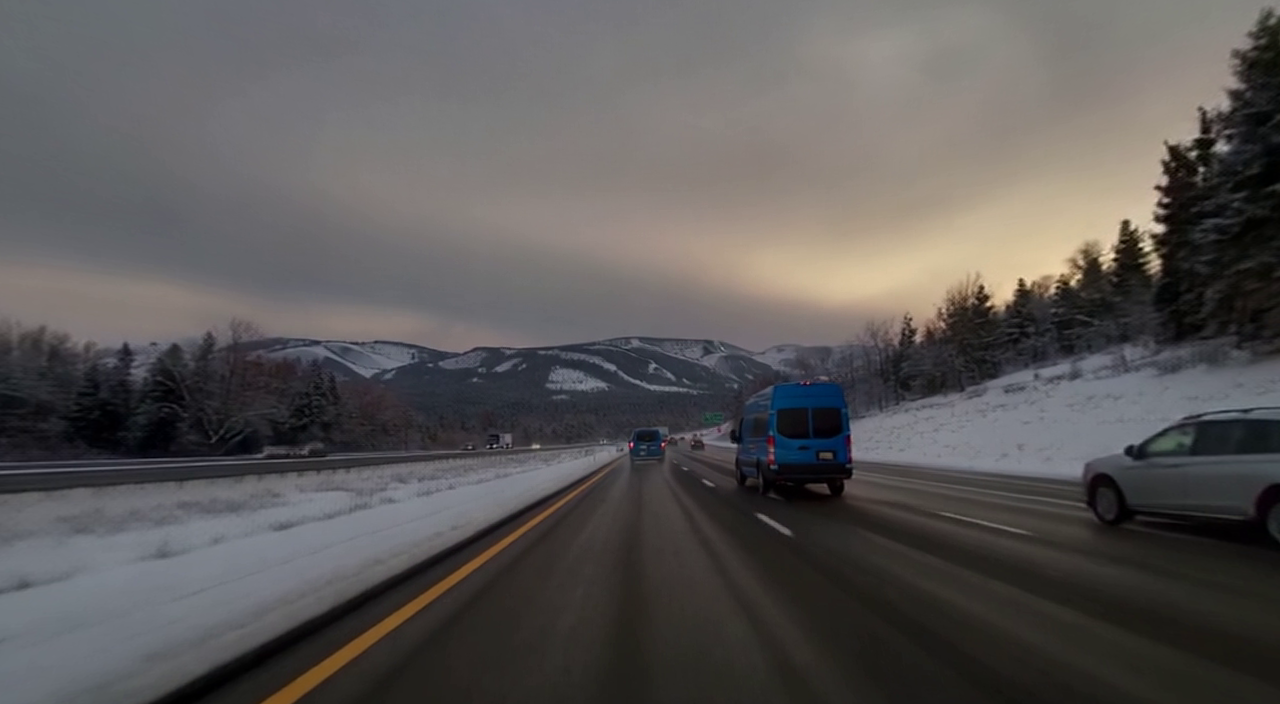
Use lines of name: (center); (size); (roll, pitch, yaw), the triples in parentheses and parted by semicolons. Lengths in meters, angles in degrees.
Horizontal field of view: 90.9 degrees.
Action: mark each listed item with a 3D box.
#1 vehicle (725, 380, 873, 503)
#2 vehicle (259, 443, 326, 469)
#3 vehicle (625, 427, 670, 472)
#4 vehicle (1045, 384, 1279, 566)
vehicle: (3.877, 2.379, 16.858); (2.302, 2.670, 6.176); (0, -8, 0)
vehicle: (-24.592, 7.367, 44.859); (2.012, 1.697, 4.756); (0, -8, 1)
vehicle: (0.364, 4.930, 32.130); (2.131, 2.122, 4.473); (0, -8, 0)
vehicle: (7.946, 1.509, 8.091); (2.240, 1.925, 4.854); (0, -8, 0)
